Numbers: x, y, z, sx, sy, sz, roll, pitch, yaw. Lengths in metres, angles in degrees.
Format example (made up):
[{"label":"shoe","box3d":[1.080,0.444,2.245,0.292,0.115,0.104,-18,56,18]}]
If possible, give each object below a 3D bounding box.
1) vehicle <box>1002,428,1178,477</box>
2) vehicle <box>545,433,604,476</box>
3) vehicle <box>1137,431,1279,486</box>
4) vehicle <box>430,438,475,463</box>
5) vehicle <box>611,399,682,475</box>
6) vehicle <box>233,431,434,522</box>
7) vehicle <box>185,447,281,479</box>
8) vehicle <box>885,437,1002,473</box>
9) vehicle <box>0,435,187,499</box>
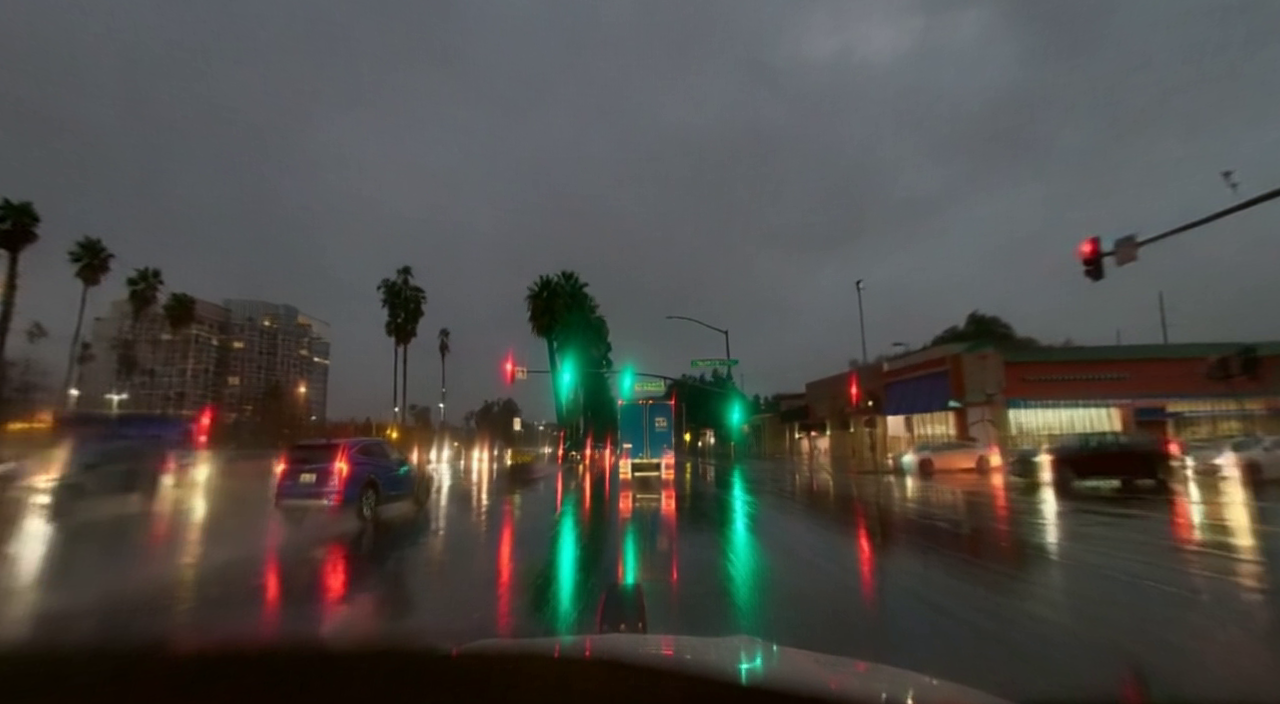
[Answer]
[{"label":"vehicle","box3d":[16.875,3.795,23.742,5.039,1.744,2.043,0,-9,0]},{"label":"vehicle","box3d":[-2.970,4.767,29.527,2.178,1.826,4.933,0,-8,1]},{"label":"vehicle","box3d":[19.388,3.387,20.277,4.831,1.529,1.966,-3,-10,0]},{"label":"vehicle","box3d":[-14.769,7.831,49.657,2.040,1.745,4.899,-3,-10,1]},{"label":"vehicle","box3d":[0.289,4.104,30.078,2.993,3.235,6.692,0,-8,0]},{"label":"vehicle","box3d":[-6.376,2.623,13.847,2.045,1.630,4.680,0,-8,0]},{"label":"vehicle","box3d":[-21.225,5.785,33.018,1.938,1.503,4.651,0,-8,0]},{"label":"vehicle","box3d":[14.641,5.021,30.490,4.568,1.485,1.936,-2,-11,0]},{"label":"vehicle","box3d":[-17.852,3.653,20.498,2.106,1.802,5.247,0,-8,1]}]
